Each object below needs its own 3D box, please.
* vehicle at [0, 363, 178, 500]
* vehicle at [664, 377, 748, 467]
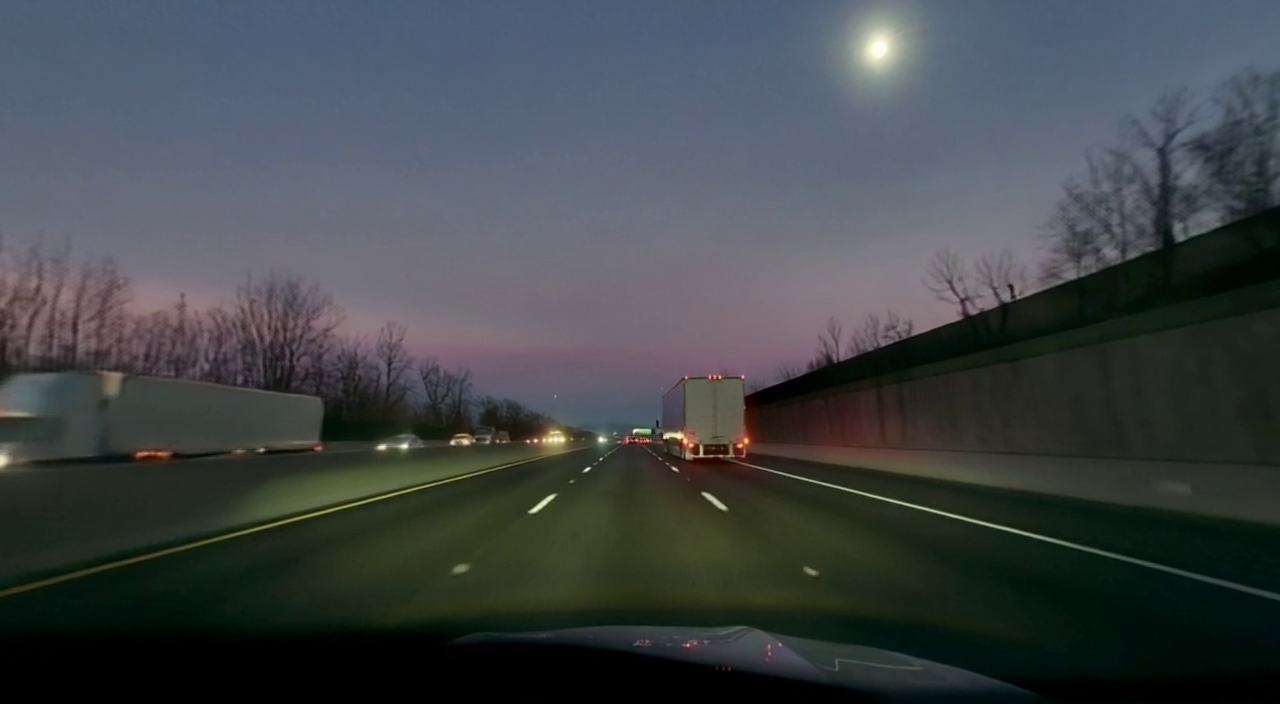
[{"bbox_3d":[-20.138,2.775,22.203,2.877,4.178,5.690,0,-7,3],"label":"vehicle"},{"bbox_3d":[3.398,4.244,37.161,2.979,4.161,15.508,1,-7,-1],"label":"vehicle"}]
